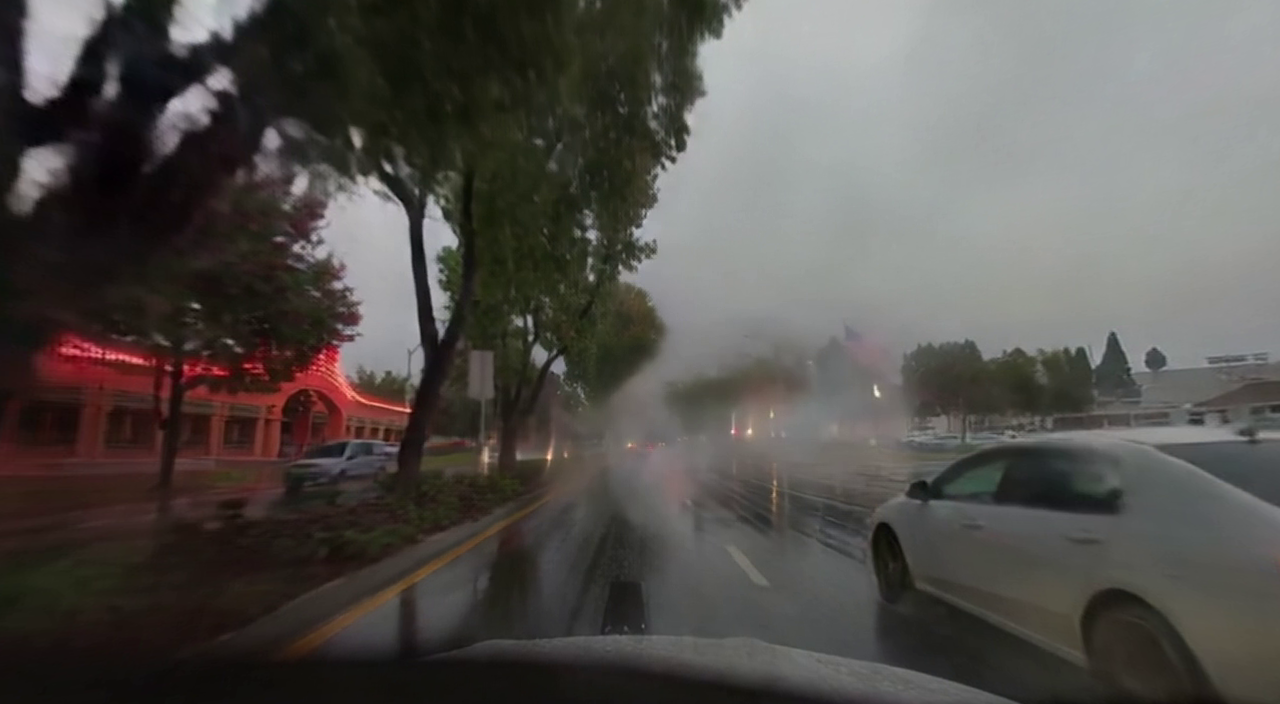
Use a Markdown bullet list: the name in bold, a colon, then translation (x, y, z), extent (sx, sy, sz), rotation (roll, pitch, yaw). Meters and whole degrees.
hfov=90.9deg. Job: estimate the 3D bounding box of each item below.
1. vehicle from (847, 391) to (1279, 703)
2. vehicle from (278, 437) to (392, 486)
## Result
- **vehicle**: translation (3.017, 1.098, 3.534), extent (2.091, 1.472, 4.697), rotation (0, -8, 0)
- **vehicle**: translation (-11.366, 4.112, 23.925), extent (1.985, 1.658, 4.541), rotation (0, -8, 1)
